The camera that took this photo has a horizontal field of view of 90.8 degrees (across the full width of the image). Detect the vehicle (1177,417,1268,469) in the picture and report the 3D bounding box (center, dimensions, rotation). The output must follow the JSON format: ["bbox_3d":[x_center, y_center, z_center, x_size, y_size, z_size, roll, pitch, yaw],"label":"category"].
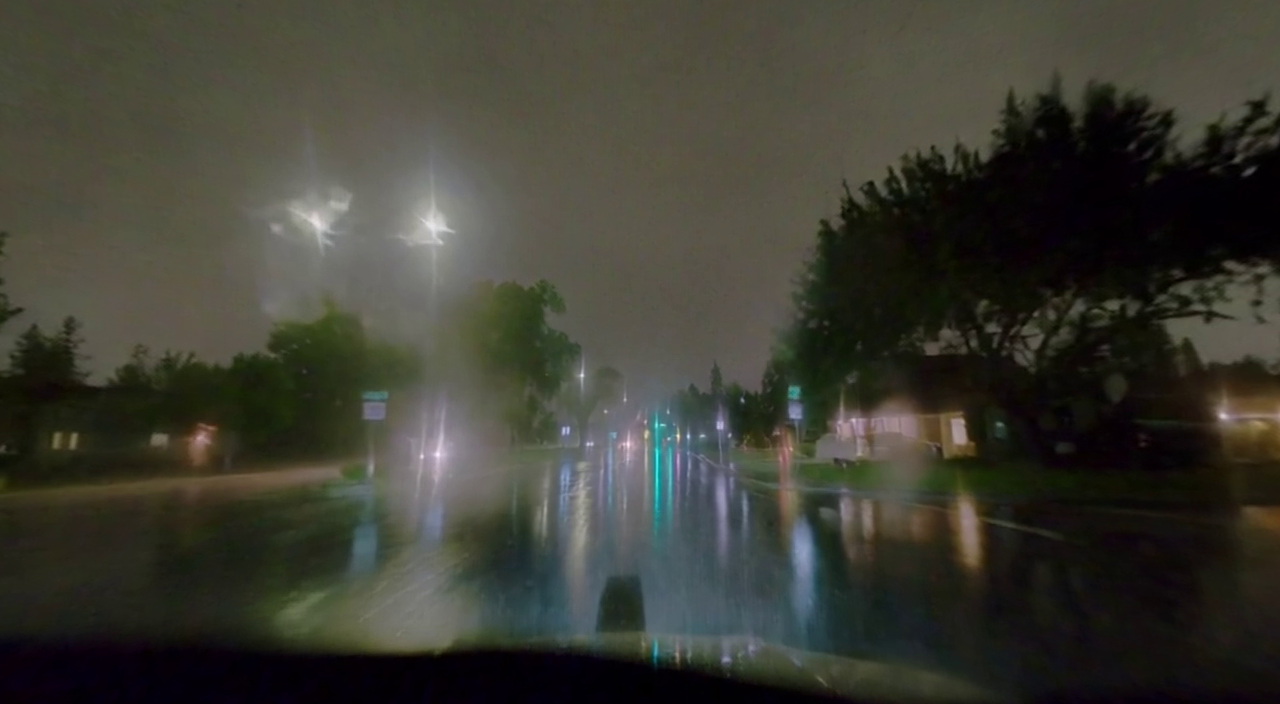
[{"bbox_3d":[19.769,3.030,21.438,1.979,1.560,4.241,-7,-9,43],"label":"vehicle"}]

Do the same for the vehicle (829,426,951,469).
[{"bbox_3d":[10.667,4.053,27.283,2.199,1.661,4.495,4,-8,-28],"label":"vehicle"}]
